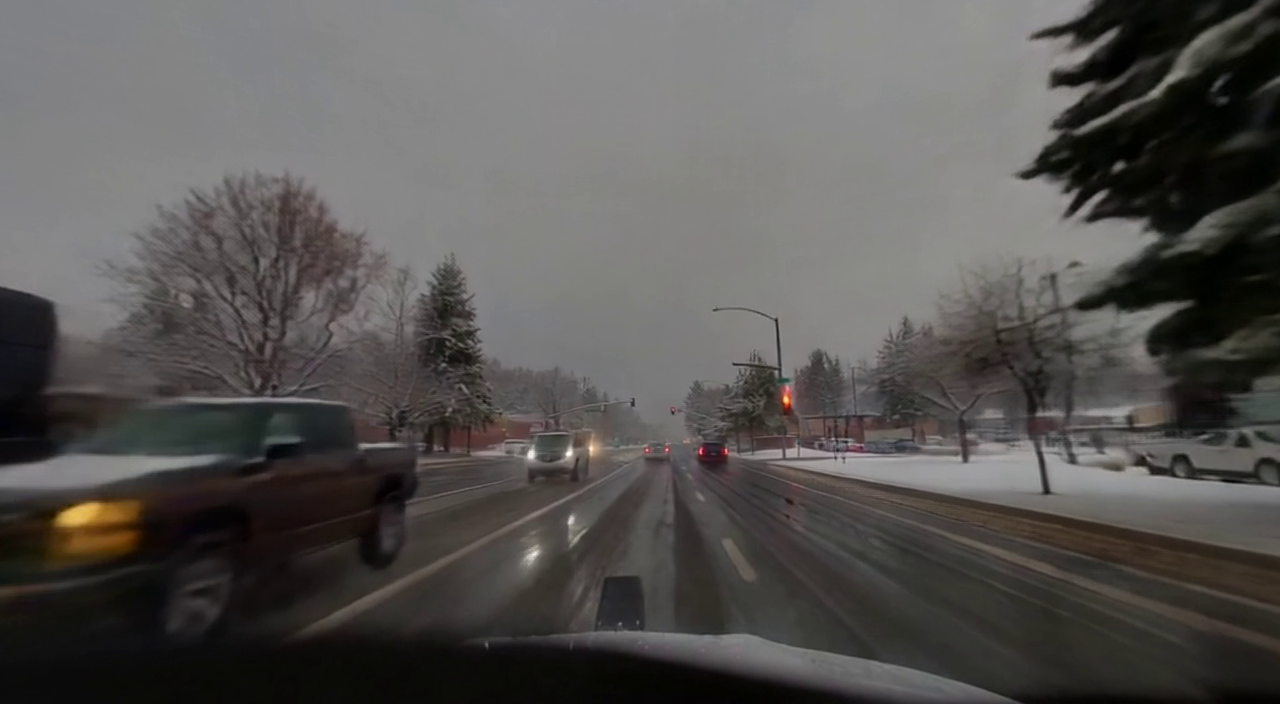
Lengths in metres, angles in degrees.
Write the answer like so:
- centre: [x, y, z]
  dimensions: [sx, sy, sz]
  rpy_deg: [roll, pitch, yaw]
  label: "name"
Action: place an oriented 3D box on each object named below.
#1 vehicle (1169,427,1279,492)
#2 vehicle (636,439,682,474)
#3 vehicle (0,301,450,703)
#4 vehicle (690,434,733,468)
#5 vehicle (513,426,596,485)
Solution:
- centre: [18.295, 2.713, 14.919]
  dimensions: [2.618, 1.565, 11.353]
  rpy_deg: [-3, -6, 4]
  label: "vehicle"
- centre: [0.808, 4.615, 28.101]
  dimensions: [1.917, 1.418, 3.987]
  rpy_deg: [0, -8, 0]
  label: "vehicle"
- centre: [-3.845, 1.130, 5.631]
  dimensions: [2.298, 1.905, 5.777]
  rpy_deg: [0, -8, 2]
  label: "vehicle"
- centre: [3.948, 5.570, 35.775]
  dimensions: [2.046, 1.768, 4.370]
  rpy_deg: [0, -8, 2]
  label: "vehicle"
- centre: [-2.774, 3.501, 21.667]
  dimensions: [2.092, 1.779, 4.468]
  rpy_deg: [0, -8, 1]
  label: "vehicle"
